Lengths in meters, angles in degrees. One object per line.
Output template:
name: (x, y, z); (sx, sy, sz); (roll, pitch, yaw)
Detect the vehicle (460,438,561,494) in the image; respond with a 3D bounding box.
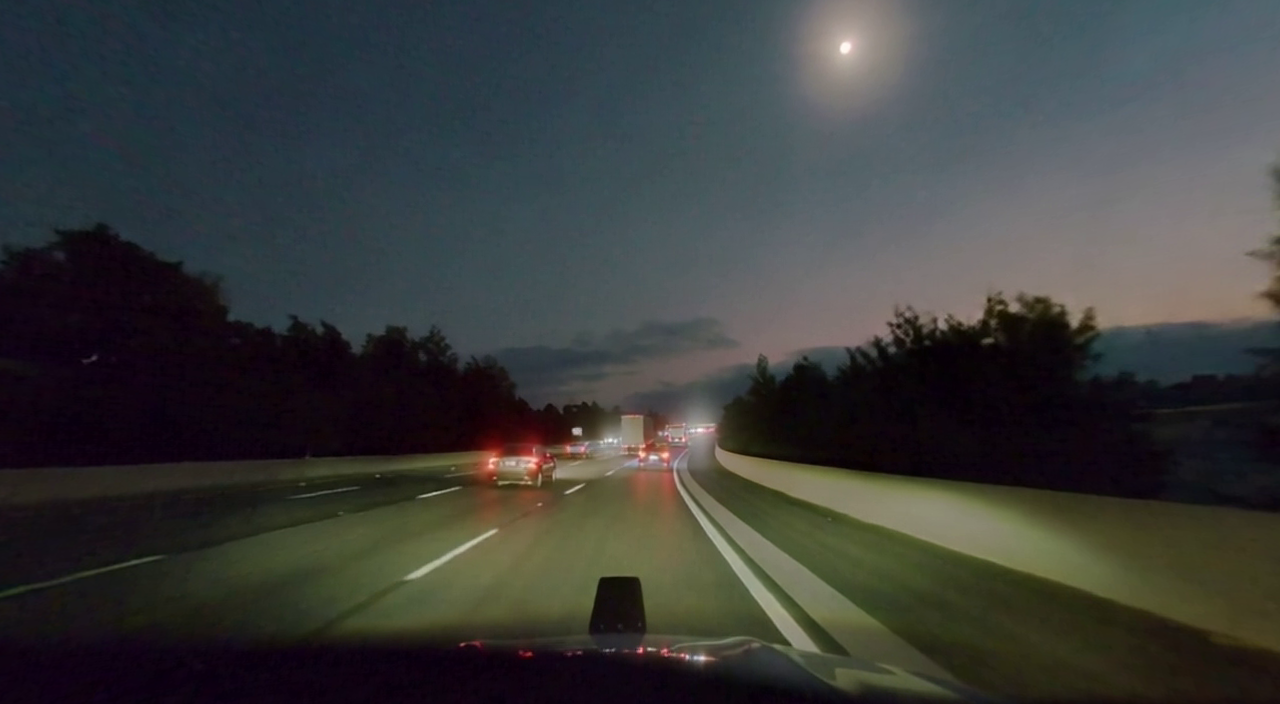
vehicle: (-3.747, 3.389, 19.165); (1.916, 1.486, 4.631); (0, -9, 2)

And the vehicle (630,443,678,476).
vehicle: (0.642, 4.708, 27.830); (1.984, 1.365, 3.767); (0, -9, 2)
